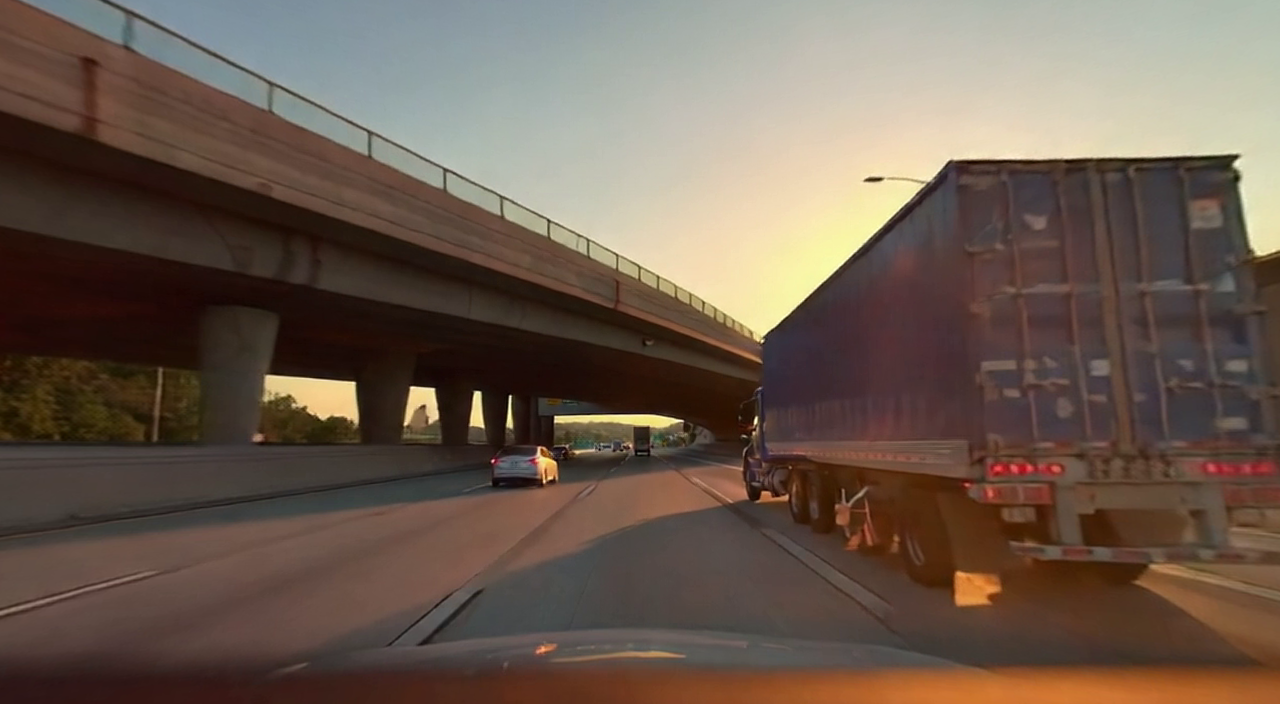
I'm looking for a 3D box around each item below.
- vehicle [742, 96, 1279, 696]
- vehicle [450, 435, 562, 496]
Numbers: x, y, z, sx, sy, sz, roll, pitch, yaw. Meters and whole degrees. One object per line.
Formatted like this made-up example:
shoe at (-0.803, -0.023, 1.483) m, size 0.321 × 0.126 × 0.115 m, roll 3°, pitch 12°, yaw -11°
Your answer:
vehicle at (3.852, 0.916, 8.796) m, size 3.049 × 3.395 × 10.595 m, roll 0°, pitch -9°, yaw 0°
vehicle at (-3.727, 3.262, 18.502) m, size 2.143 × 1.529 × 4.918 m, roll 0°, pitch -9°, yaw 1°
